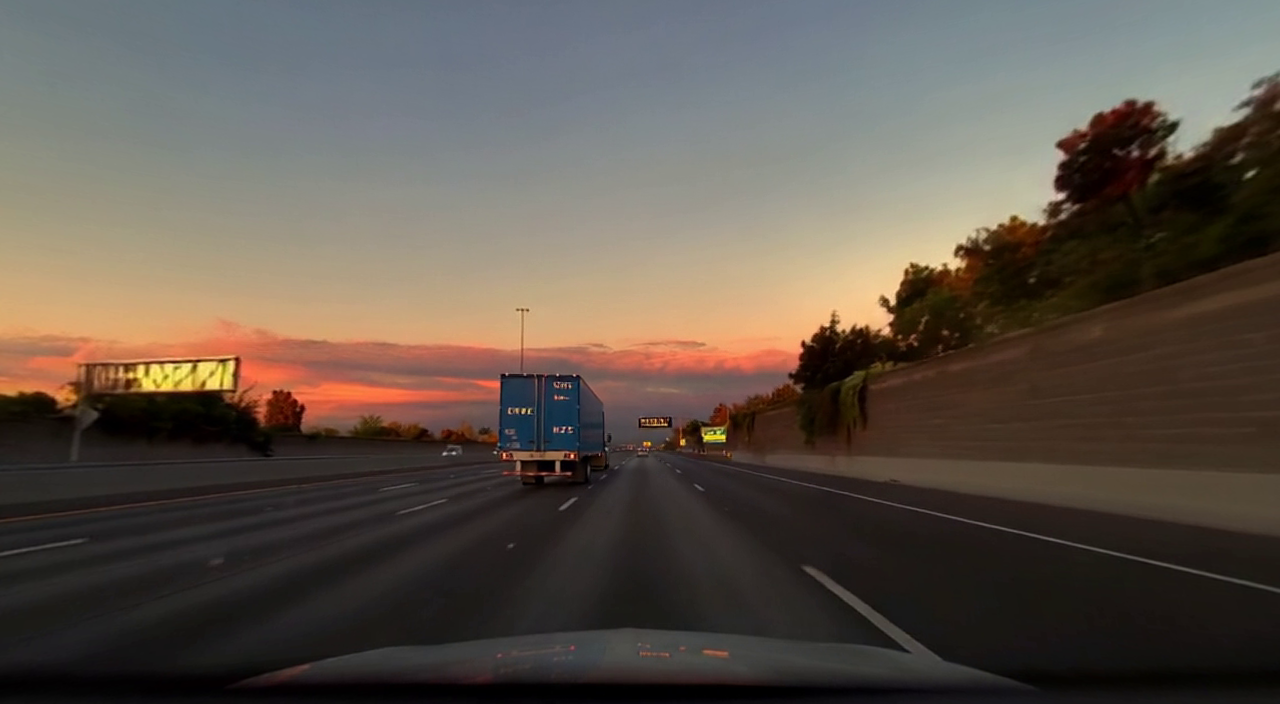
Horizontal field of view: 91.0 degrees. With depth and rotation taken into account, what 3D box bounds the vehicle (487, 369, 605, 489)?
[{"bbox_3d":[-3.405,3.367,26.450,3.059,3.956,11.036,0,-9,1],"label":"vehicle"}]
